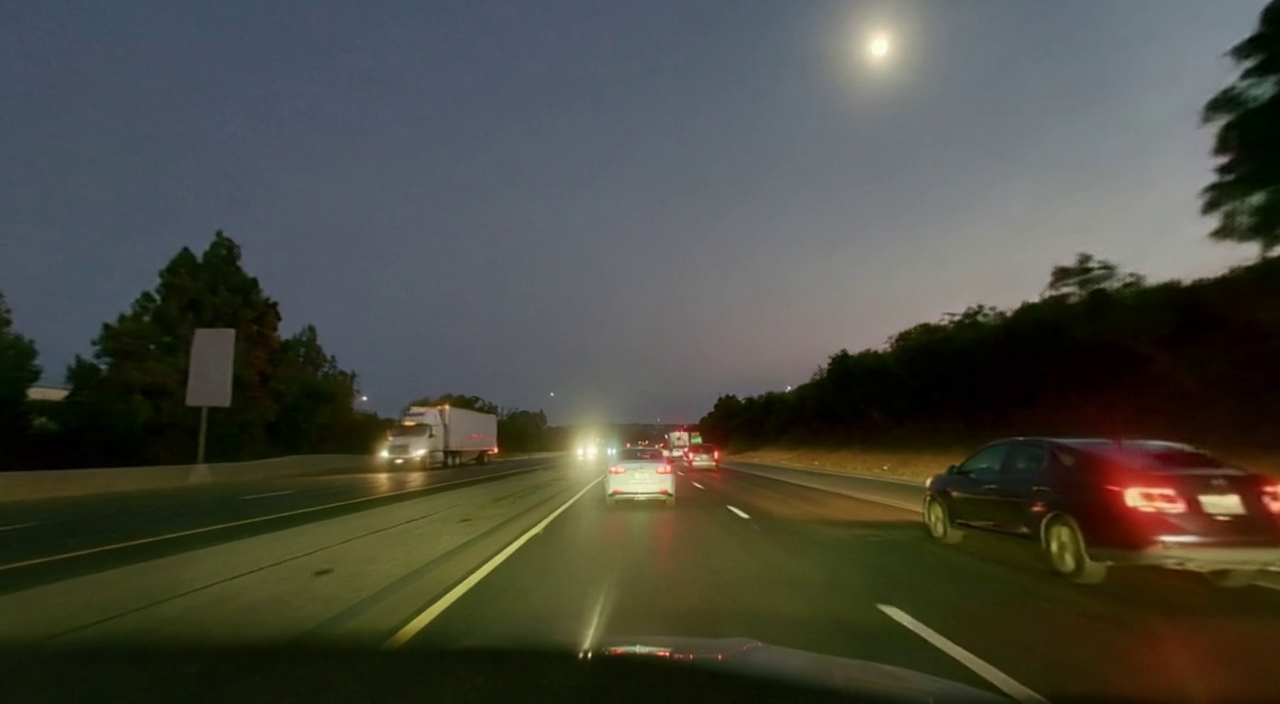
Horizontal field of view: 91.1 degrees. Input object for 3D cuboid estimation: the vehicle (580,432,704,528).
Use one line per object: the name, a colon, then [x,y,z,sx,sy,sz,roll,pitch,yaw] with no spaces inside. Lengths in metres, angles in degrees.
vehicle: [-0.002,2.452,12.545,2.088,1.580,3.657,0,-9,-1]

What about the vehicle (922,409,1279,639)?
vehicle: [4.730,1.450,6.267,1.931,1.516,3.995,0,-9,-1]

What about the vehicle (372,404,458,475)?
vehicle: [-13.581,5.392,38.560,2.937,3.963,5.772,-1,-9,1]
